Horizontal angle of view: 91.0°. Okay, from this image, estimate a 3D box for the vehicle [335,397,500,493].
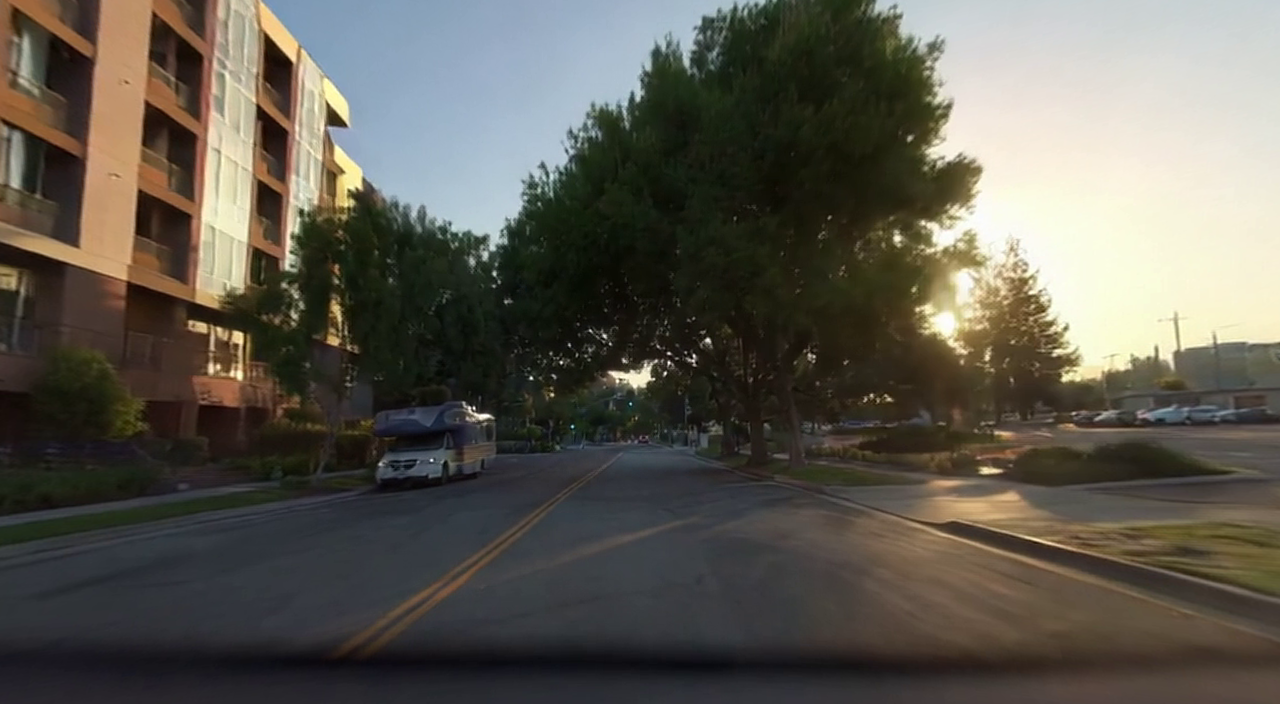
[{"bbox_3d":[-7.307,3.244,22.234,3.108,2.771,7.999,0,-8,-2],"label":"vehicle"}]
